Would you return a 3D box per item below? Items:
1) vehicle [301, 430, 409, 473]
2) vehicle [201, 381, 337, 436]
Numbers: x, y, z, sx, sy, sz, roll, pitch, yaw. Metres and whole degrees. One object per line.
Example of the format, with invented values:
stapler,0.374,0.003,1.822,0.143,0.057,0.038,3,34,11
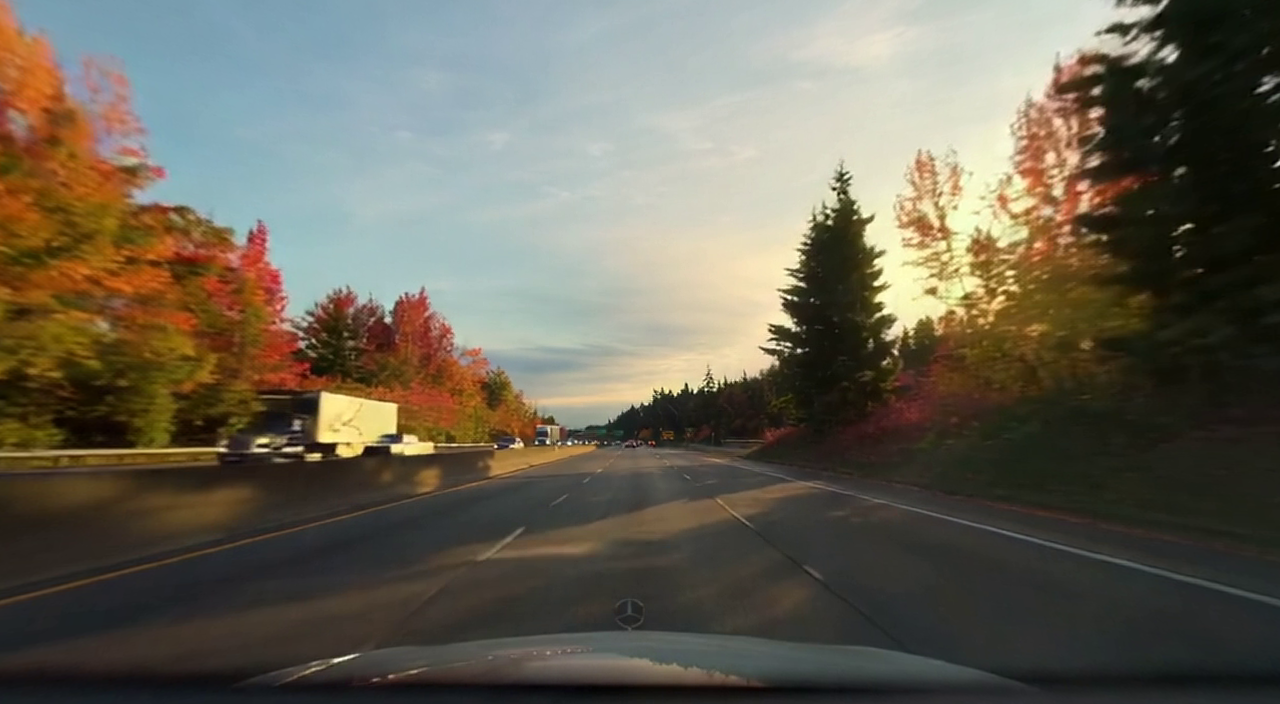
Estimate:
vehicle,-11.265,3.972,25.319,2.034,1.525,4.766,0,-8,1
vehicle,-14.985,2.440,25.909,2.091,1.991,5.483,0,-8,2
